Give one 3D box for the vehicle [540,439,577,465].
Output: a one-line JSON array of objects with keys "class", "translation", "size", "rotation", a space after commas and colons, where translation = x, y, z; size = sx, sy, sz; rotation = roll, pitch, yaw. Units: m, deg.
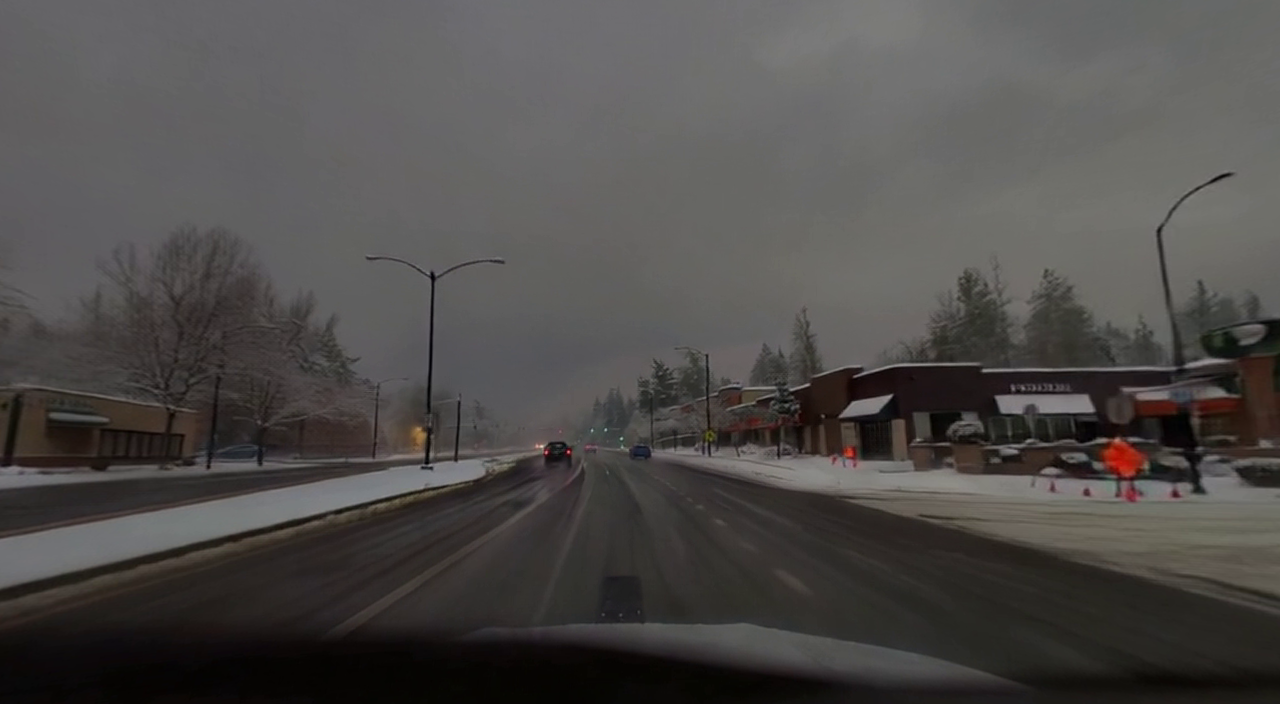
[{"class": "vehicle", "translation": [-5.596, 6.935, 43.992], "size": [2.381, 1.721, 4.186], "rotation": [1, -9, -5]}]
